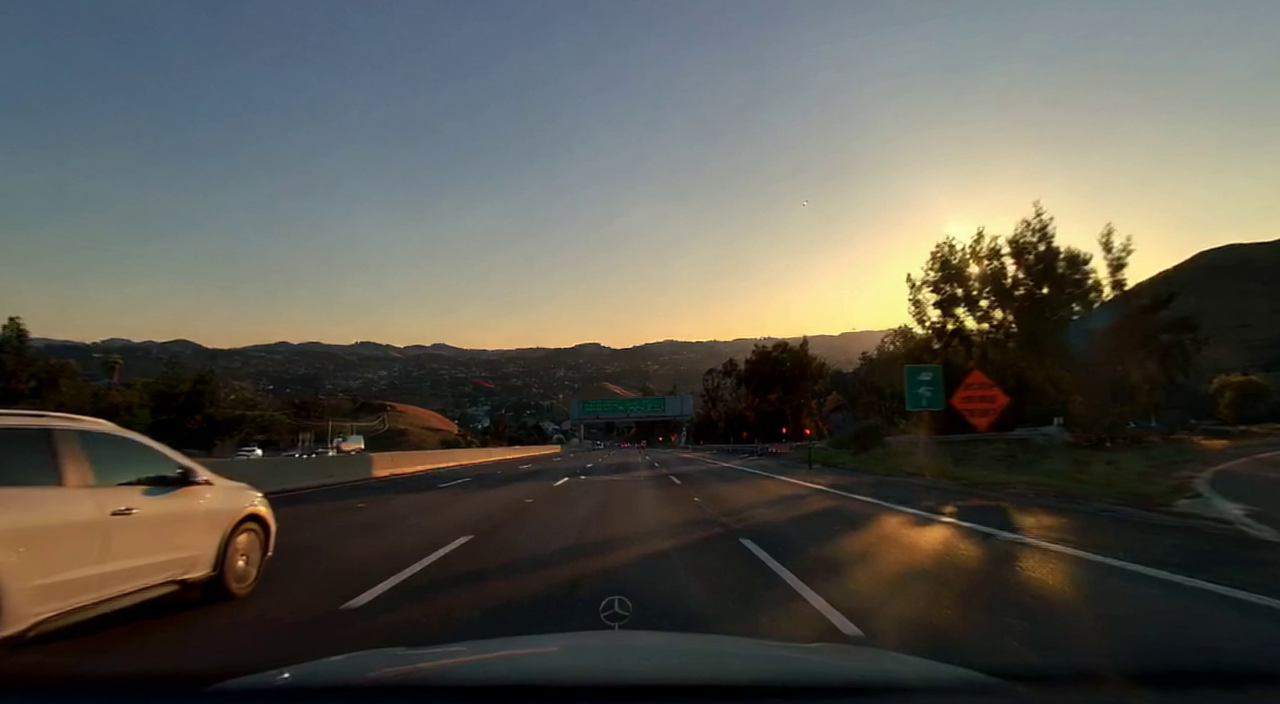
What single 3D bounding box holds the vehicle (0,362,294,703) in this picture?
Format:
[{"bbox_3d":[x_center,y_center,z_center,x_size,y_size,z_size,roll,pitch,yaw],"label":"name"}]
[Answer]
[{"bbox_3d":[-4.136,0.890,2.955,2.200,1.662,5.091,0,-8,-1],"label":"vehicle"}]
